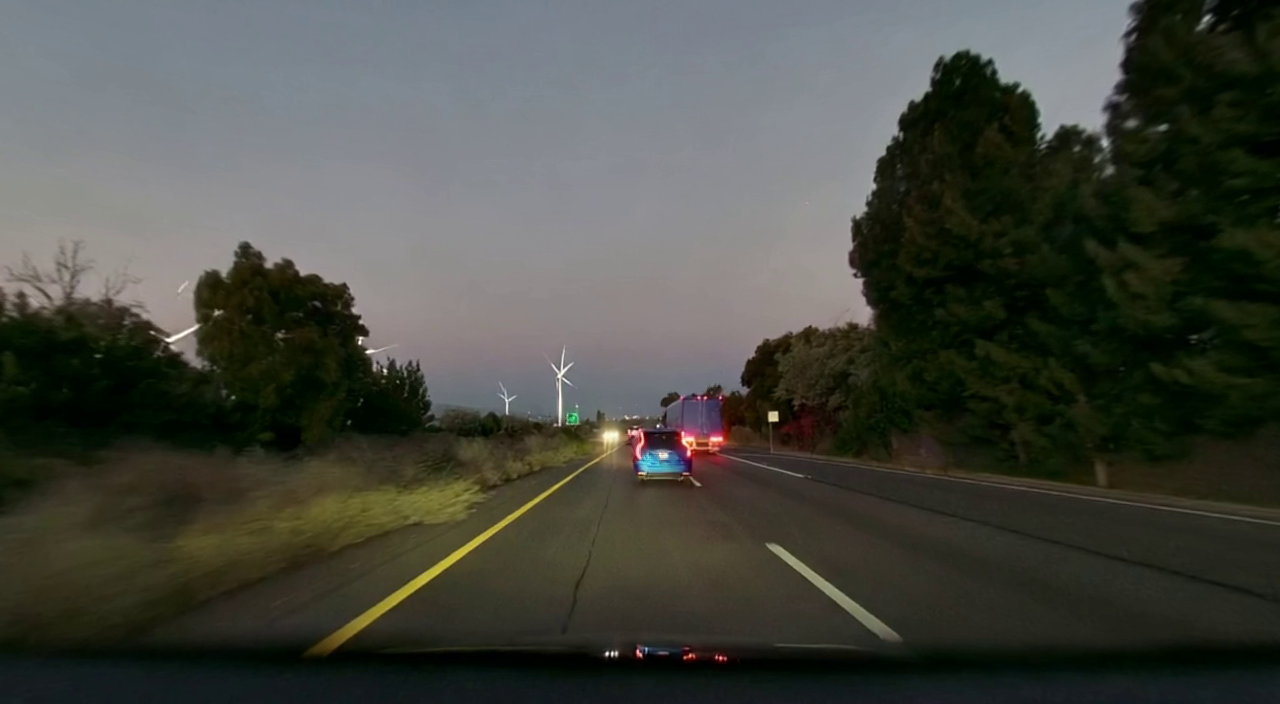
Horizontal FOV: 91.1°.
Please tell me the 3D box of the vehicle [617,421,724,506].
[{"bbox_3d":[0.508,2.440,14.372,2.038,1.624,4.312,0,-8,-3],"label":"vehicle"}]
